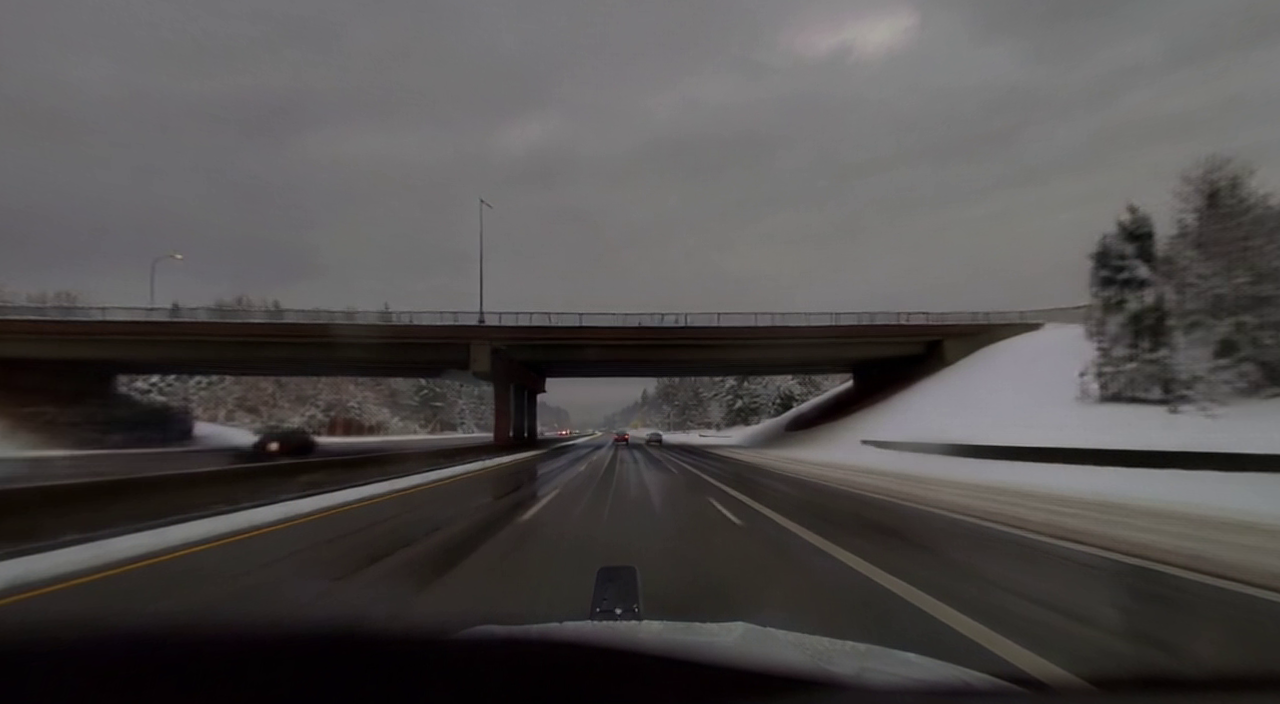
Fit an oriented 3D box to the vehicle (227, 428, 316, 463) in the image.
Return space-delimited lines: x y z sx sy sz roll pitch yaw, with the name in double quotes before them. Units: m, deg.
"vehicle" -16.845 4.288 28.992 1.776 1.476 4.034 0 -8 -2
